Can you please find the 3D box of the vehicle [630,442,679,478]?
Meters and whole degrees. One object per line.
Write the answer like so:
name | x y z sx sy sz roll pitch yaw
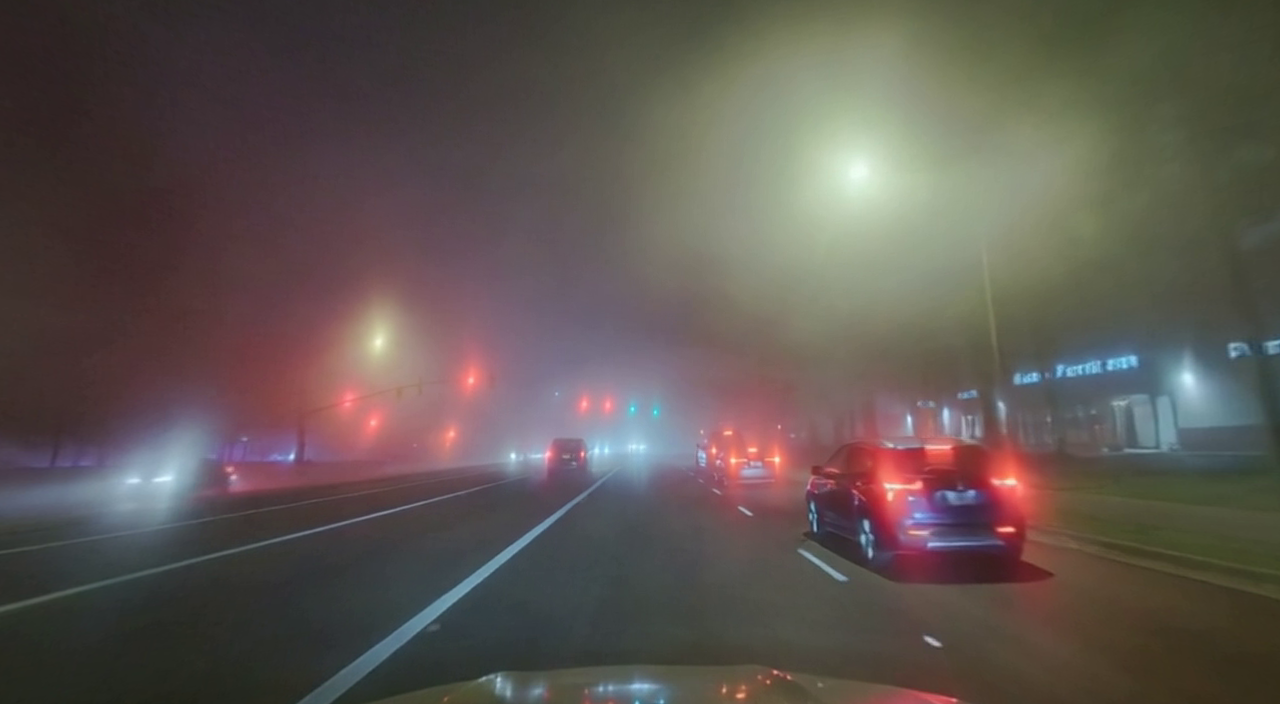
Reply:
vehicle | 0.607 4.714 27.749 1.971 1.433 3.923 0 -8 1

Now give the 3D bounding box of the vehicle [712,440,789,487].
vehicle | 3.746 3.860 22.177 1.913 1.463 4.198 0 -8 -1

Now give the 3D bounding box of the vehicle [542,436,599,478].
vehicle | -3.084 4.767 28.848 2.023 1.720 4.452 0 -8 1

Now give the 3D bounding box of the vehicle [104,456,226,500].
vehicle | -22.402 5.920 30.053 2.025 1.802 4.848 0 -8 0

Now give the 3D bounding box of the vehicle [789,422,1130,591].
vehicle | 3.338 1.692 7.801 1.948 1.474 4.360 0 -8 0
